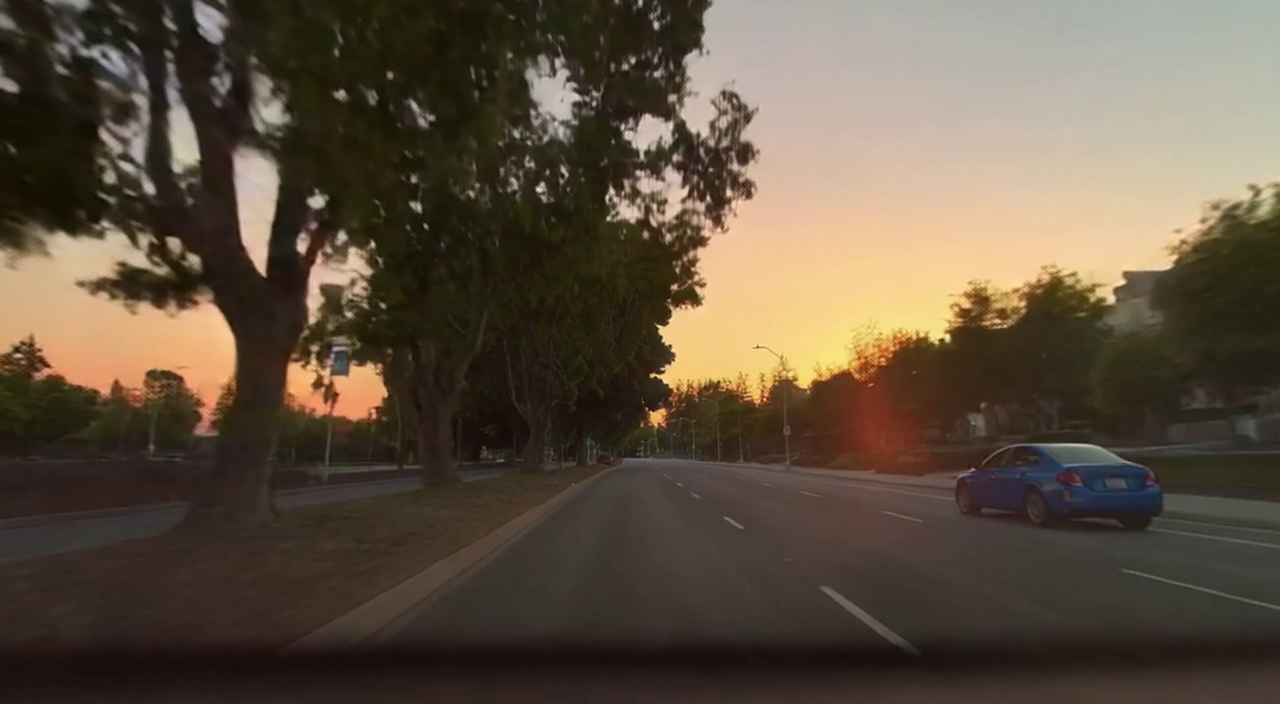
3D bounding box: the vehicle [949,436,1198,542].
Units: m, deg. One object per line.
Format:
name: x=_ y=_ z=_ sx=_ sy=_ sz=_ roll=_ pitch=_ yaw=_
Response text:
vehicle: x=7.193 y=2.262 z=10.992 sx=1.797 sy=1.518 sz=3.433 roll=0 pitch=-9 yaw=-1
